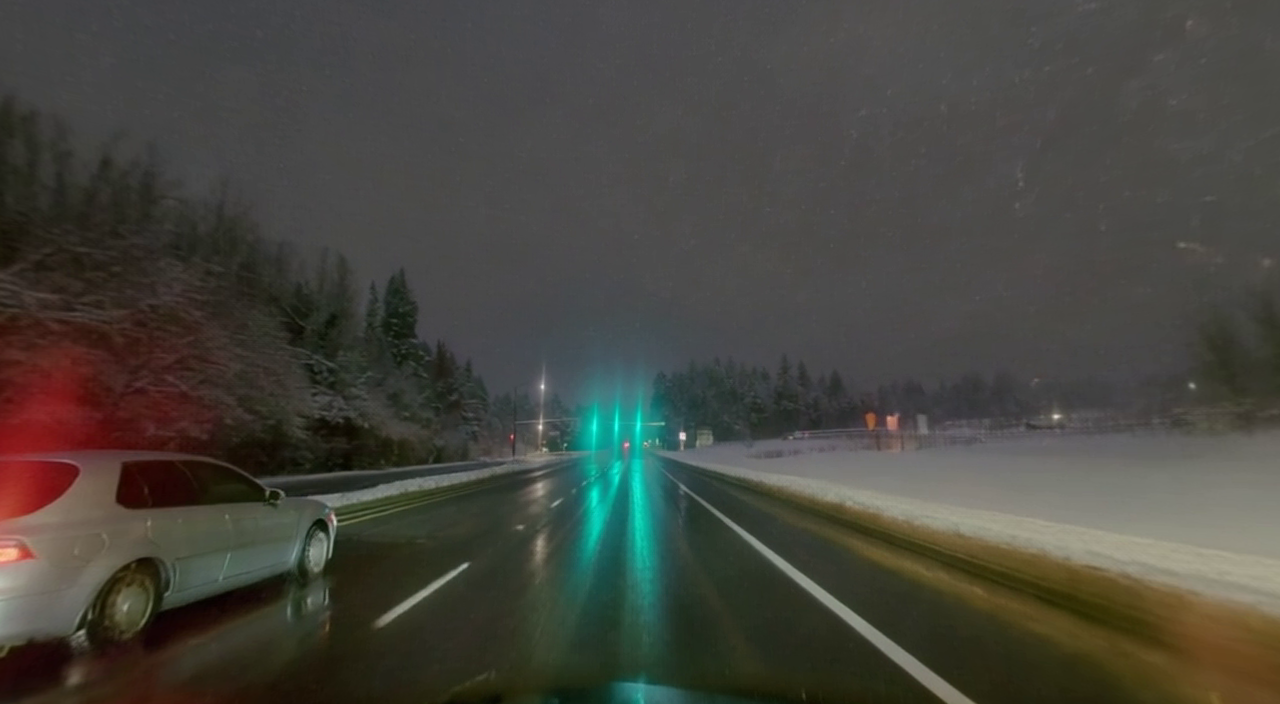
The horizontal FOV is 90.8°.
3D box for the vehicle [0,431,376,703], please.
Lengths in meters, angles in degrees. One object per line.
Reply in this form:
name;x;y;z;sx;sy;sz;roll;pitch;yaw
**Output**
vehicle;-4.058;1.425;5.211;1.946;1.437;4.154;0;-8;0
